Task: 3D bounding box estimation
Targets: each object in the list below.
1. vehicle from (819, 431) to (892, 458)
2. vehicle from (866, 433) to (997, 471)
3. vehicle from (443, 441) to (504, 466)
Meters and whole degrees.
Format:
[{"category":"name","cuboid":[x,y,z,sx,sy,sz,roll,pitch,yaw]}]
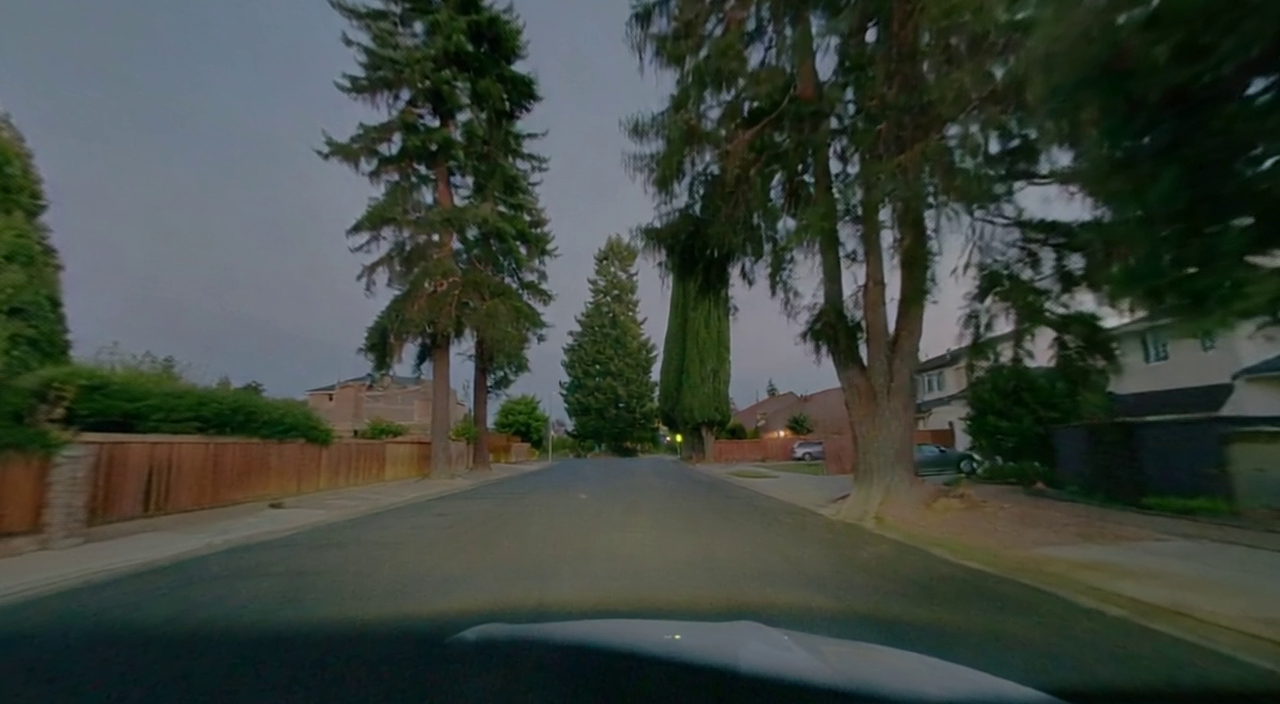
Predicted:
[{"category":"vehicle","cuboid":[14.287,6.181,42.124,4.261,1.725,1.955,-2,-8,11]},{"category":"vehicle","cuboid":[11.751,4.066,25.711,4.415,1.457,1.797,0,-9,1]},{"category":"vehicle","cuboid":[-12.741,7.727,48.252,4.656,1.835,2.039,-7,-11,37]}]
